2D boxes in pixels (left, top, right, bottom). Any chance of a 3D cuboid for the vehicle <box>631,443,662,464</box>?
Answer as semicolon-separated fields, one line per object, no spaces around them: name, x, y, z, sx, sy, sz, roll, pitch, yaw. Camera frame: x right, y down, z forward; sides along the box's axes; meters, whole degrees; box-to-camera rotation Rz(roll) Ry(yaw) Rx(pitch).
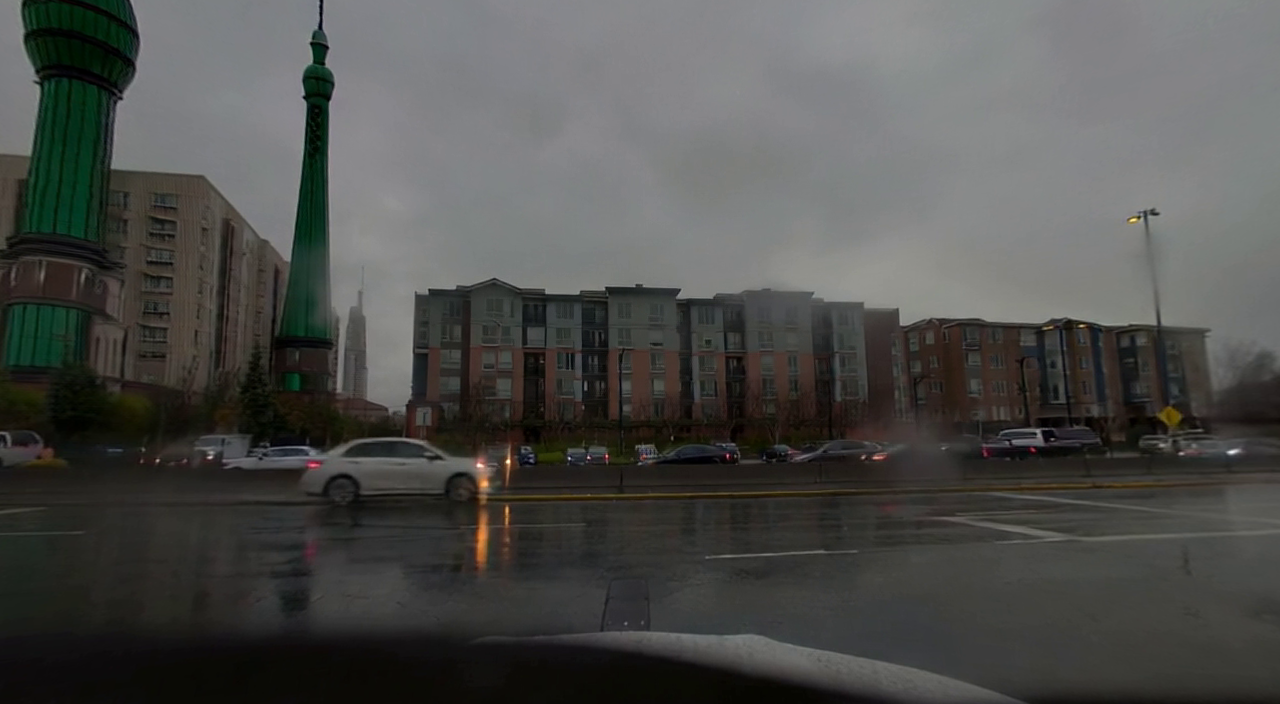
vehicle;0.426;7.588;47.123;1.845;1.509;3.855;1;-9;-6

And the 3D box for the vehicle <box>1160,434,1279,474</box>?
vehicle;23.283;3.960;24.589;4.921;1.453;1.894;2;-9;-13

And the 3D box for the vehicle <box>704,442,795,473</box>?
vehicle;6.686;6.479;38.728;5.127;1.803;2.011;1;-9;-9

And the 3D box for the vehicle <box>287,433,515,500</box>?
vehicle;-5.579;2.748;15.386;4.818;1.470;1.989;1;-9;-8

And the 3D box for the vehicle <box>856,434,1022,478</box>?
vehicle;10.890;3.780;23.080;5.371;1.488;1.763;1;-9;-11

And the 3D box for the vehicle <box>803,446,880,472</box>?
vehicle;12.743;6.732;39.959;4.215;1.575;1.884;2;-9;-12

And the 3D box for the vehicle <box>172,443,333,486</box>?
vehicle;-13.872;4.031;22.849;4.513;1.451;1.853;1;-9;-7
